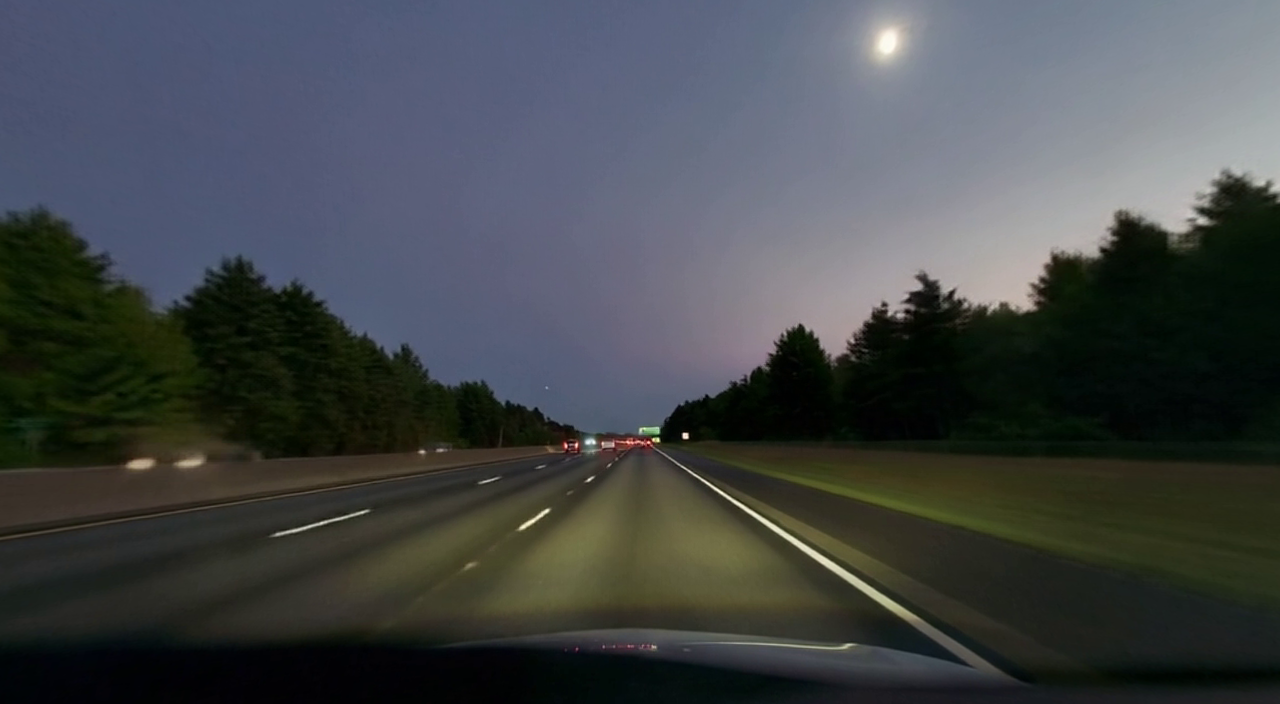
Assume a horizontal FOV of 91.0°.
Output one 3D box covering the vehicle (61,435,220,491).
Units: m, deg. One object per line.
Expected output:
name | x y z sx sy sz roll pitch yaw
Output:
vehicle | -15.522 3.415 19.905 1.771 1.483 4.008 3 -7 -2
